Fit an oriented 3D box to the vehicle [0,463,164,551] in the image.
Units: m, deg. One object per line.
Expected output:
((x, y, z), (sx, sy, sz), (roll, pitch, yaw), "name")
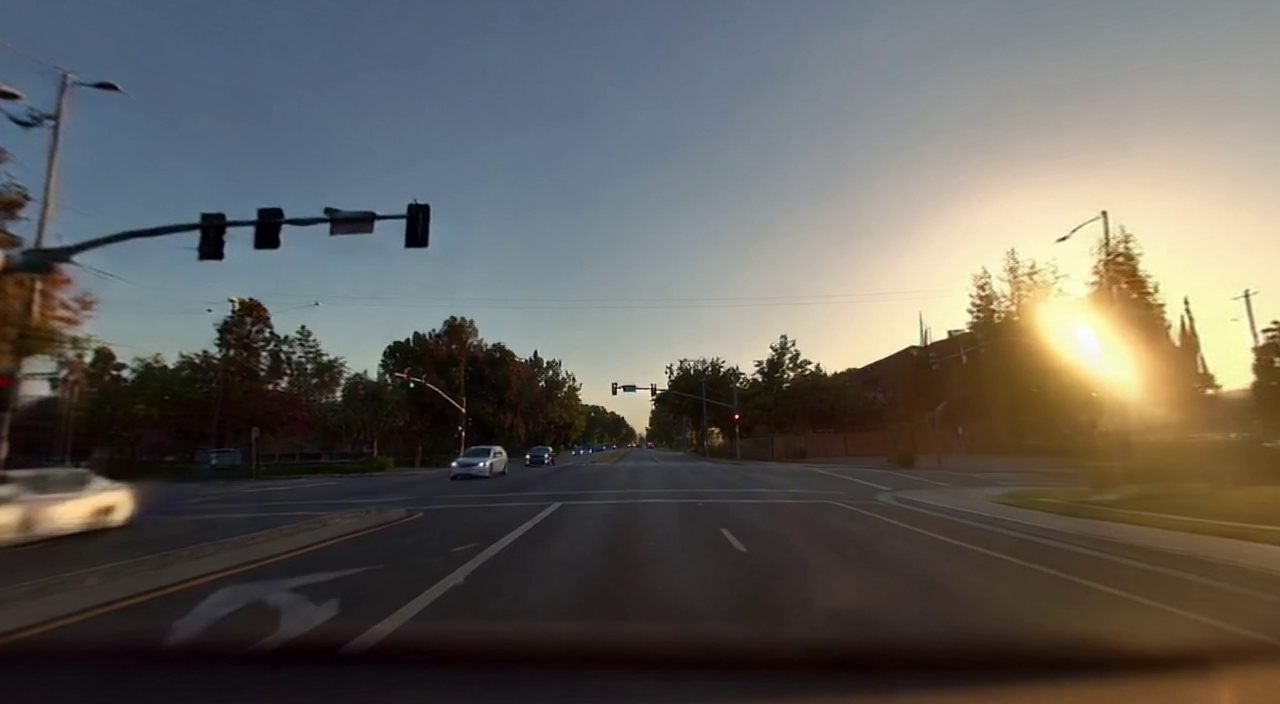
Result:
((-12.199, 3.030, 12.729), (1.825, 1.435, 4.211), (0, -8, 0), "vehicle")

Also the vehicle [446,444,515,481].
((-8.528, 5.930, 34.301), (2.206, 1.836, 5.559), (-1, -8, 2), "vehicle")
